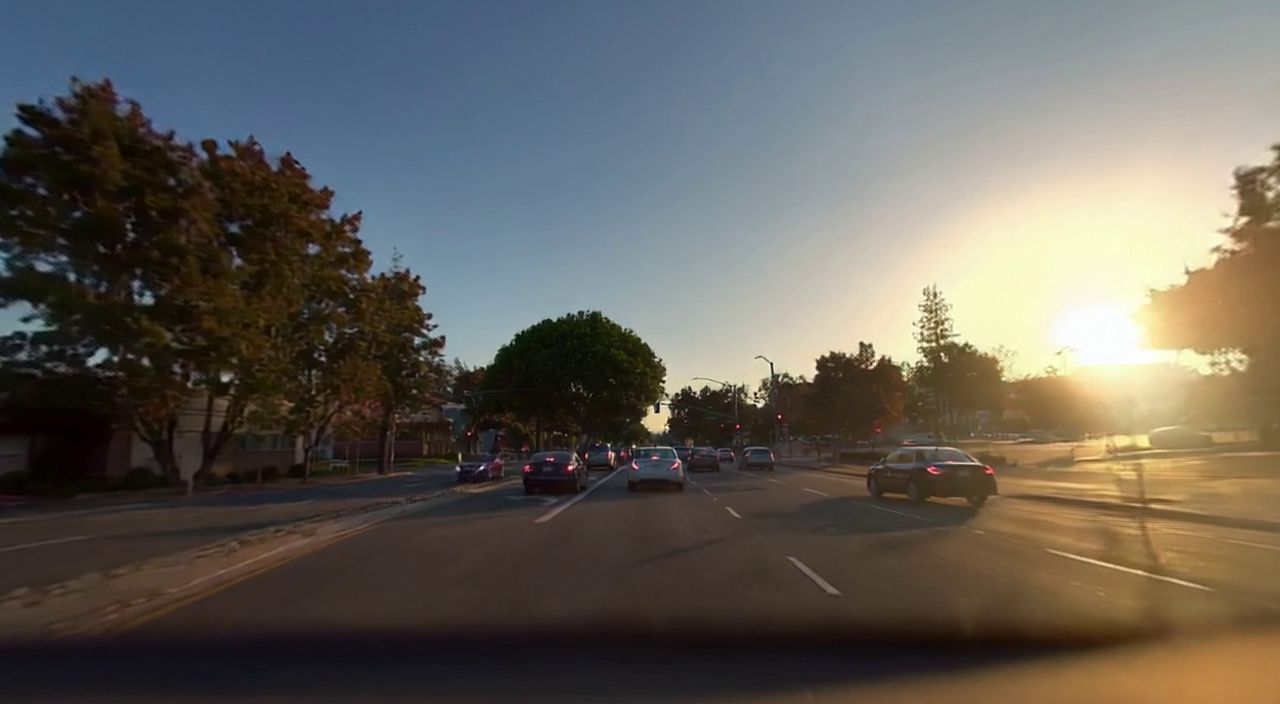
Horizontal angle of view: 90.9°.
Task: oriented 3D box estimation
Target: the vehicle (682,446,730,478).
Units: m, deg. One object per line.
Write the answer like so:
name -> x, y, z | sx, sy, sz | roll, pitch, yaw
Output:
vehicle -> 3.341, 5.661, 32.821 | 1.988, 1.528, 4.144 | 0, -8, -1

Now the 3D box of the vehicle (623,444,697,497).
vehicle -> 0.581, 3.645, 19.796 | 2.096, 1.473, 3.893 | 0, -8, 0

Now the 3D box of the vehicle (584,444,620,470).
vehicle -> -2.624, 7.358, 44.500 | 2.219, 1.699, 4.090 | -1, -8, 2

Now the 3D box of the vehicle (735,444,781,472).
vehicle -> 7.603, 6.848, 41.064 | 2.044, 1.701, 4.397 | 0, -8, -1

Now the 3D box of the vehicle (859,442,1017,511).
vehicle -> 7.424, 3.106, 16.295 | 1.892, 1.515, 4.400 | 0, -8, -1

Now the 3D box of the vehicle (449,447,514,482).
vehicle -> -8.254, 5.883, 33.280 | 2.212, 1.652, 4.376 | -1, -8, 1

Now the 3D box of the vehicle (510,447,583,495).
vehicle -> -3.149, 4.065, 22.055 | 1.938, 1.472, 4.399 | 0, -8, -1
